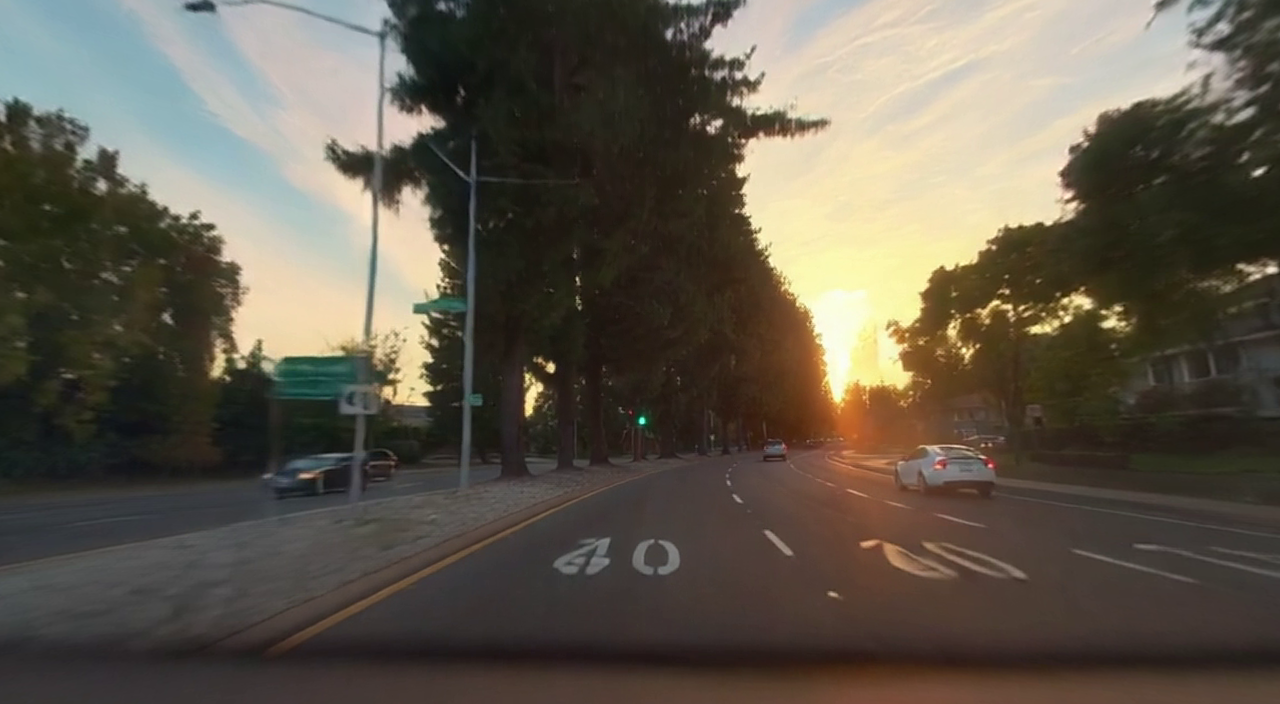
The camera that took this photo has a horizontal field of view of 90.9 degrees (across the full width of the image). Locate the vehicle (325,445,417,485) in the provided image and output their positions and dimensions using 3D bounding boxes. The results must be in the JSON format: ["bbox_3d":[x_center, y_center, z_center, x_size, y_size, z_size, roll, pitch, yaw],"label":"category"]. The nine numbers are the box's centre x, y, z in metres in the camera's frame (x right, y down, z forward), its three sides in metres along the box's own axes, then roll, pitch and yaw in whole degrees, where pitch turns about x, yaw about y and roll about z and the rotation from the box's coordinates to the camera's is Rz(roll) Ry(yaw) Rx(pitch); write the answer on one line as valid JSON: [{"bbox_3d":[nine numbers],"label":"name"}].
[{"bbox_3d":[-13.503,5.689,32.057,2.025,1.837,4.841,-1,-8,8],"label":"vehicle"}]

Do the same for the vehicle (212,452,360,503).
[{"bbox_3d":[-11.569,4.102,21.076,1.905,1.451,4.698,-1,-8,6],"label":"vehicle"}]

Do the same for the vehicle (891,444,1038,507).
[{"bbox_3d":[8.463,3.207,16.975,1.855,1.444,4.389,-1,-8,4],"label":"vehicle"}]

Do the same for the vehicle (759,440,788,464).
[{"bbox_3d":[9.940,7.419,47.005,1.991,1.684,4.127,-2,-9,12],"label":"vehicle"}]
